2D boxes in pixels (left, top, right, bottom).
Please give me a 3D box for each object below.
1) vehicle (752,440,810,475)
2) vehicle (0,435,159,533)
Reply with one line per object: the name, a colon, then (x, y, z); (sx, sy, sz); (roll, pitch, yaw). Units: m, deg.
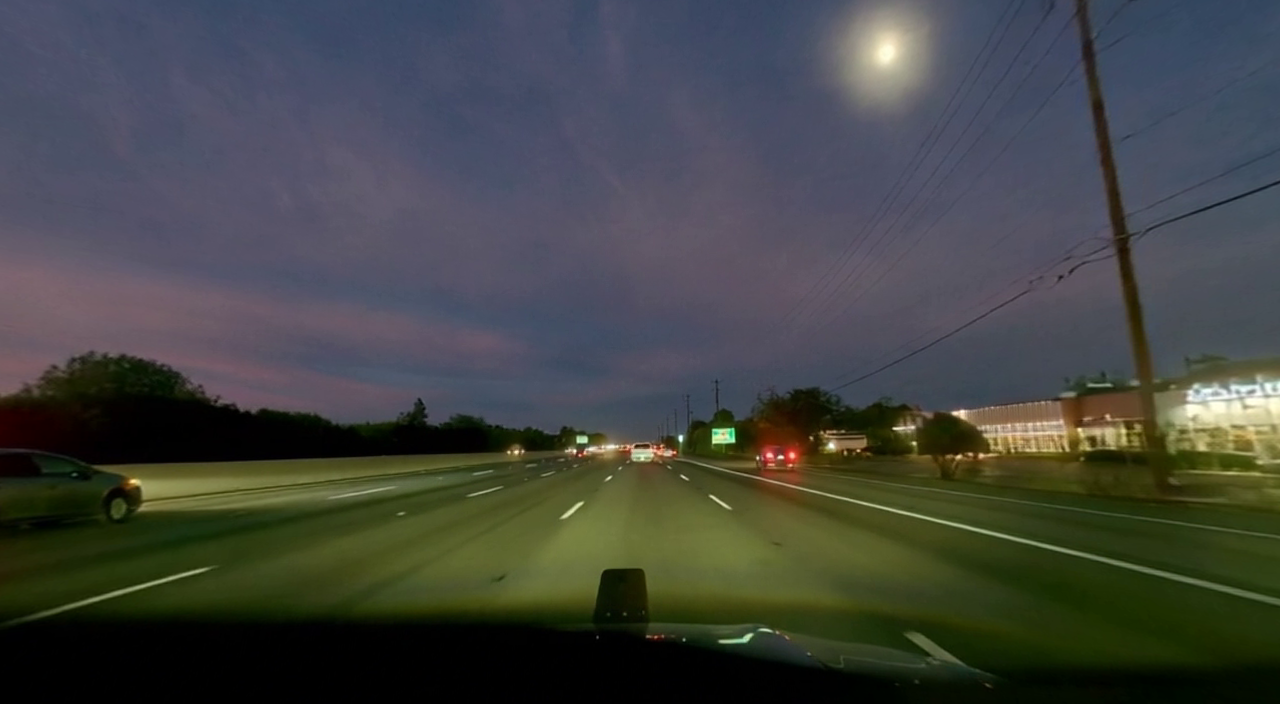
vehicle: (7.294, 5.495, 33.038); (1.937, 1.698, 4.322); (0, -8, -2)
vehicle: (-10.935, 2.212, 10.851); (1.931, 1.515, 4.192); (0, -8, 1)
